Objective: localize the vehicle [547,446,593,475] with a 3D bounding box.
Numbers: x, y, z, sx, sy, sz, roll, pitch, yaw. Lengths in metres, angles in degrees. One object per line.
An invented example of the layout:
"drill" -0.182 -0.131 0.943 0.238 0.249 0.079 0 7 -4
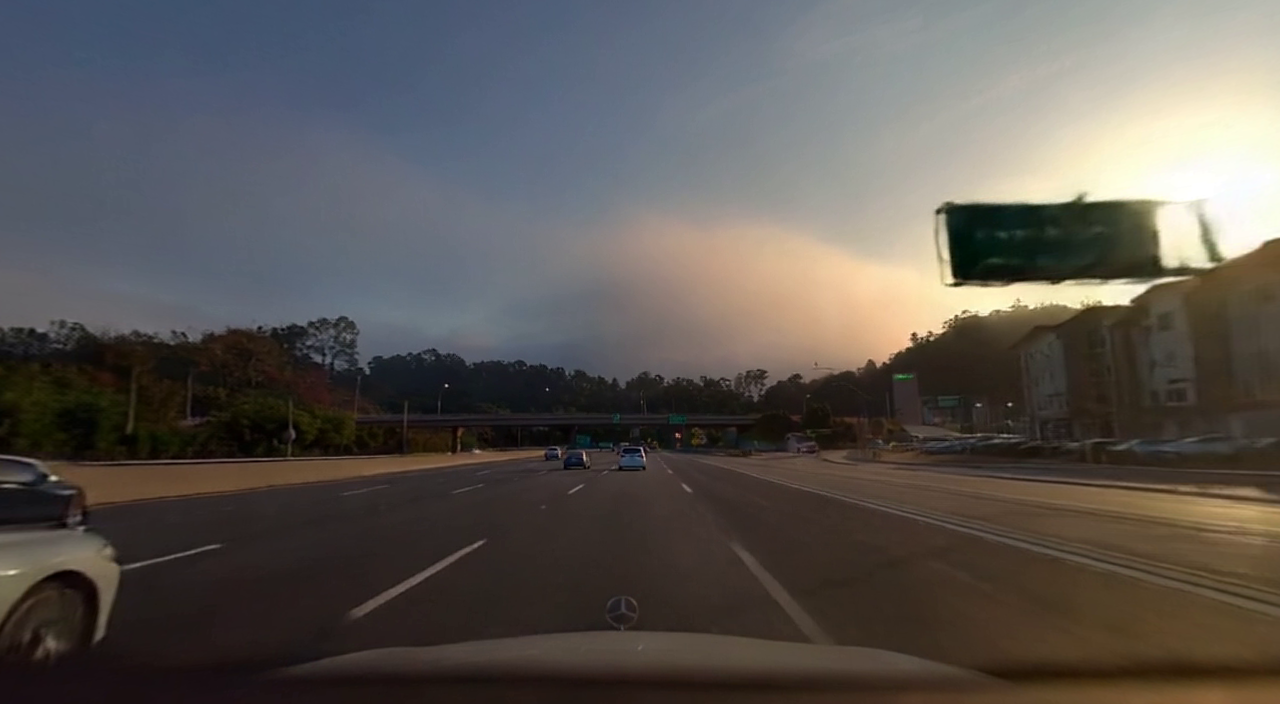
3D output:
"vehicle" -4.089 6.412 37.461 2.071 1.553 4.388 0 -9 2

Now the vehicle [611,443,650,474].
"vehicle" -0.495 6.156 36.651 2.102 1.692 4.057 0 -9 1
